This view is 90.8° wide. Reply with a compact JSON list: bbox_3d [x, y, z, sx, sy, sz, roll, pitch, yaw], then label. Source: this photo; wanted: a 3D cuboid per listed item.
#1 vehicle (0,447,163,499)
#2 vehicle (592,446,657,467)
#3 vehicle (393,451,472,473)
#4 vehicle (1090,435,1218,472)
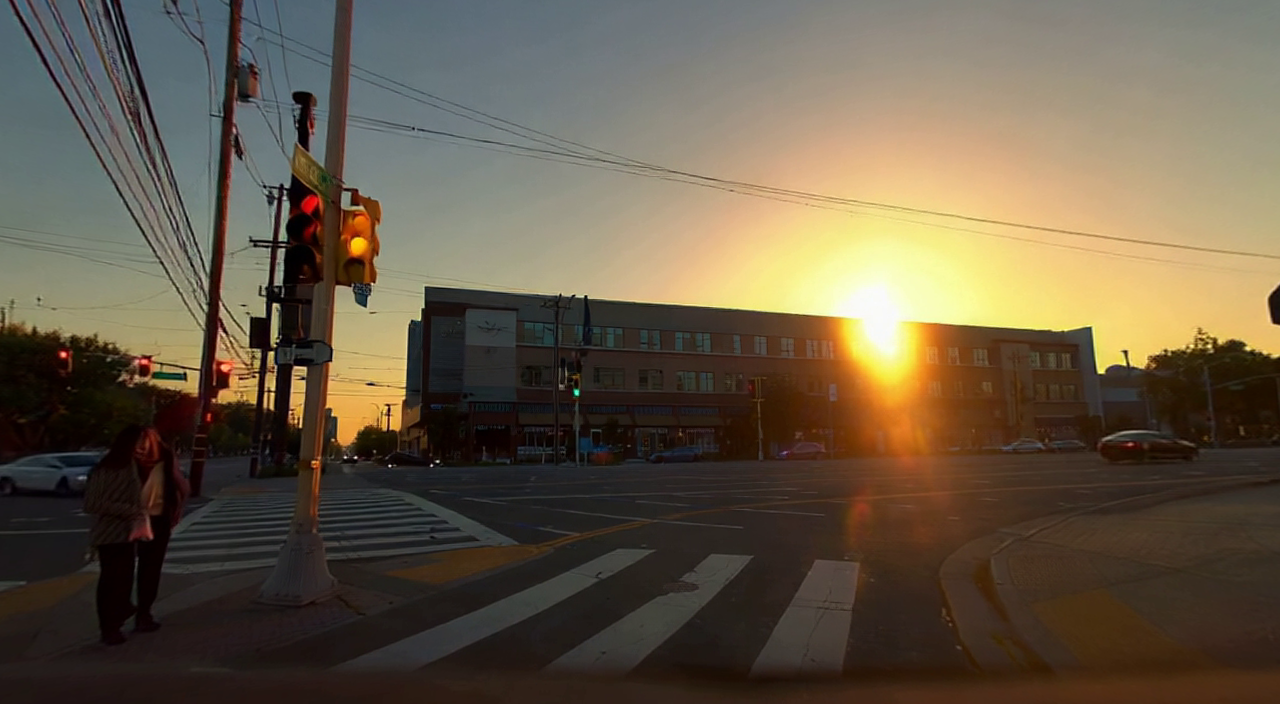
[{"bbox_3d":[-17.480,3.673,19.587,4.799,1.438,1.899,-3,-9,21],"label":"vehicle"},{"bbox_3d":[-1.136,7.542,45.817,4.391,1.451,1.717,4,-9,-25],"label":"vehicle"},{"bbox_3d":[-14.101,7.445,42.997,4.837,1.407,1.818,4,-9,-26],"label":"vehicle"},{"bbox_3d":[22.137,4.335,27.225,4.700,1.479,2.095,3,-9,-22],"label":"vehicle"}]
